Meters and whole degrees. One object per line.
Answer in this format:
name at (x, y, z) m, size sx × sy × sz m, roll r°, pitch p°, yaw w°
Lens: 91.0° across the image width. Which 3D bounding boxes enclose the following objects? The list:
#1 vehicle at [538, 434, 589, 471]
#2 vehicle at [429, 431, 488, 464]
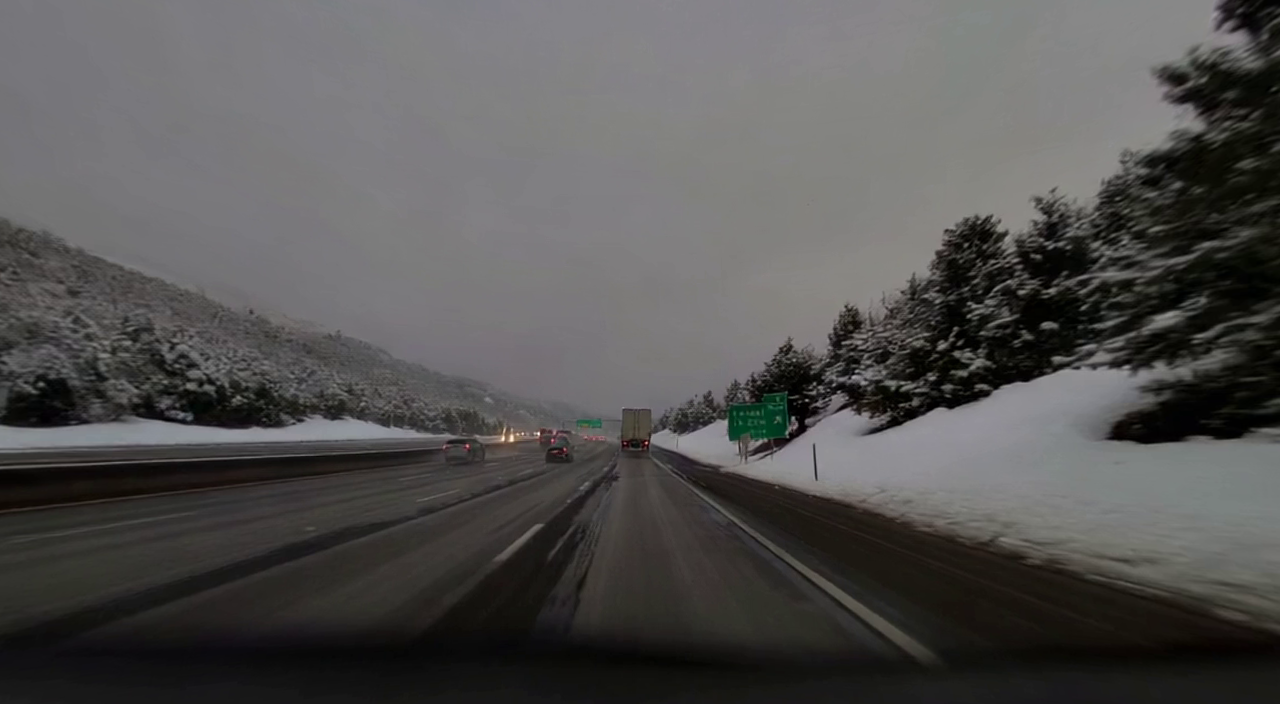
vehicle at (-3.894, 5.227, 32.828) m, size 2.053 × 1.746 × 4.508 m, roll 0°, pitch -9°, yaw 0°
vehicle at (-10.302, 5.481, 36.138) m, size 1.958 × 1.758 × 4.684 m, roll 0°, pitch -9°, yaw 0°
